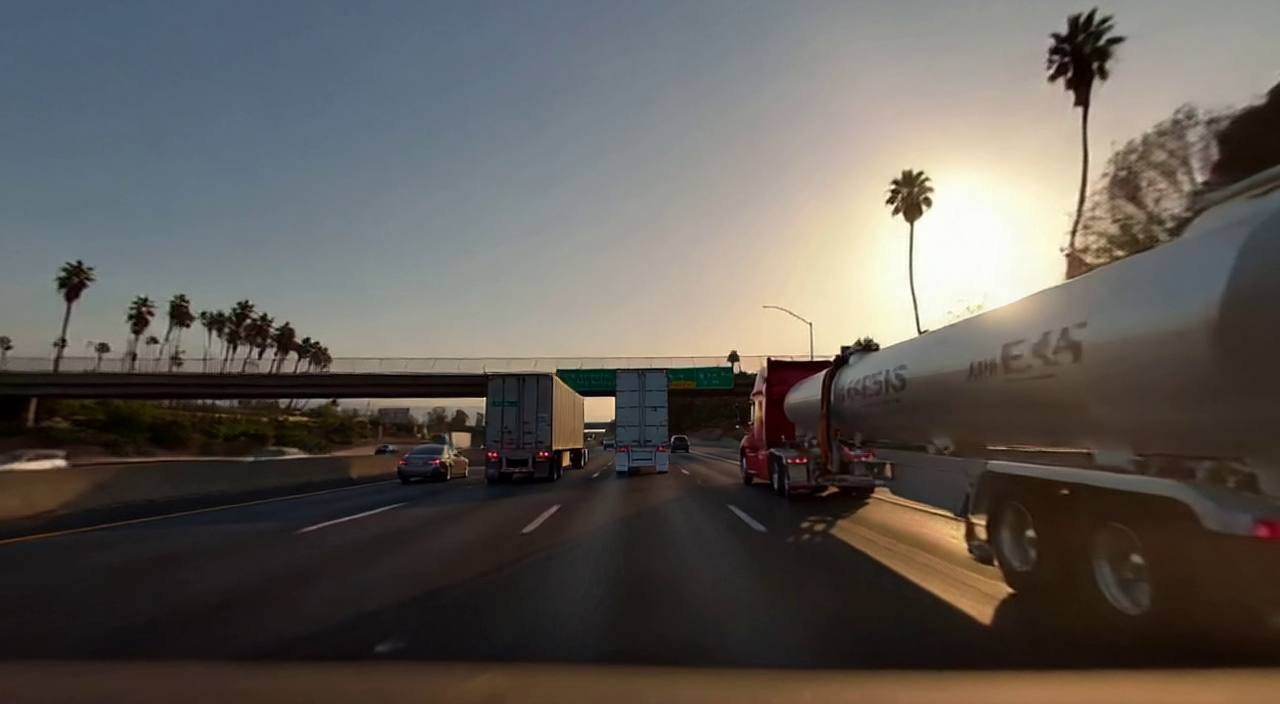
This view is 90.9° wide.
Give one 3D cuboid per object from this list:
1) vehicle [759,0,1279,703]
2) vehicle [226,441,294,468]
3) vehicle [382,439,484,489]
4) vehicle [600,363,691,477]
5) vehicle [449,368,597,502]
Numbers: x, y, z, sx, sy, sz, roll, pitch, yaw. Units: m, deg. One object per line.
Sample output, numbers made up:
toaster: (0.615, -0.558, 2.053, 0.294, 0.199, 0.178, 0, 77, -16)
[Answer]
vehicle: (4.403, 0.501, 8.695, 2.887, 4.178, 14.553, 0, -8, 1)
vehicle: (-20.105, 5.423, 33.489, 1.504, 1.357, 3.268, 0, -8, 1)
vehicle: (-6.784, 3.693, 21.222, 1.916, 1.465, 4.451, 0, -8, 0)
vehicle: (0.260, 3.682, 30.606, 3.097, 3.856, 18.209, 0, -9, 0)
vehicle: (-3.216, 2.797, 20.904, 2.786, 3.228, 11.082, 0, -8, 0)
